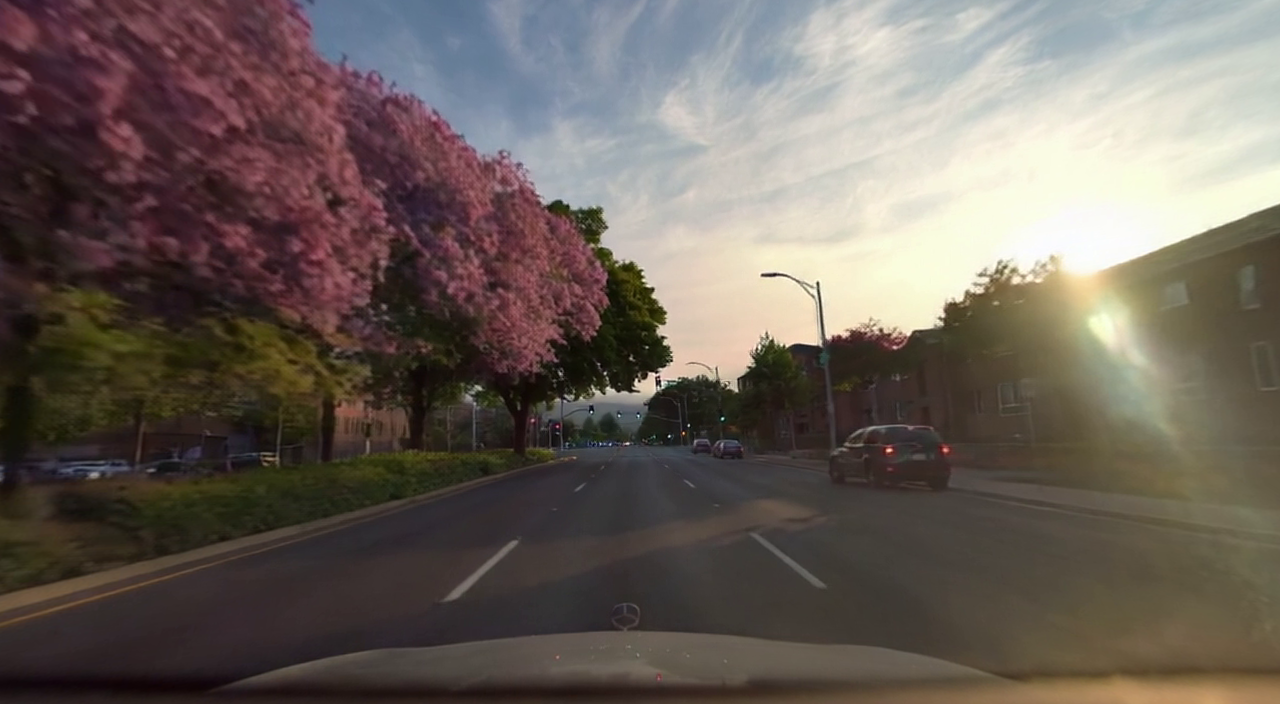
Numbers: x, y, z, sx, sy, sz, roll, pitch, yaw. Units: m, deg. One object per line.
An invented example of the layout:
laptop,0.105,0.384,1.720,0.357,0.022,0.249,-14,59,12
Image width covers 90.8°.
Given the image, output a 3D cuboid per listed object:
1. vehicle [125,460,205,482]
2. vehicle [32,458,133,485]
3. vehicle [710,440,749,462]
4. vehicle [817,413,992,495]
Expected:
vehicle,-33.991,8.521,45.341,4.077,1.429,1.997,2,-9,-17
vehicle,-34.225,7.333,38.866,4.207,1.473,1.821,1,-9,-11
vehicle,6.466,7.221,46.225,1.891,1.456,4.909,0,-8,-3
vehicle,6.921,2.766,17.411,2.450,1.892,5.107,0,-8,-2
